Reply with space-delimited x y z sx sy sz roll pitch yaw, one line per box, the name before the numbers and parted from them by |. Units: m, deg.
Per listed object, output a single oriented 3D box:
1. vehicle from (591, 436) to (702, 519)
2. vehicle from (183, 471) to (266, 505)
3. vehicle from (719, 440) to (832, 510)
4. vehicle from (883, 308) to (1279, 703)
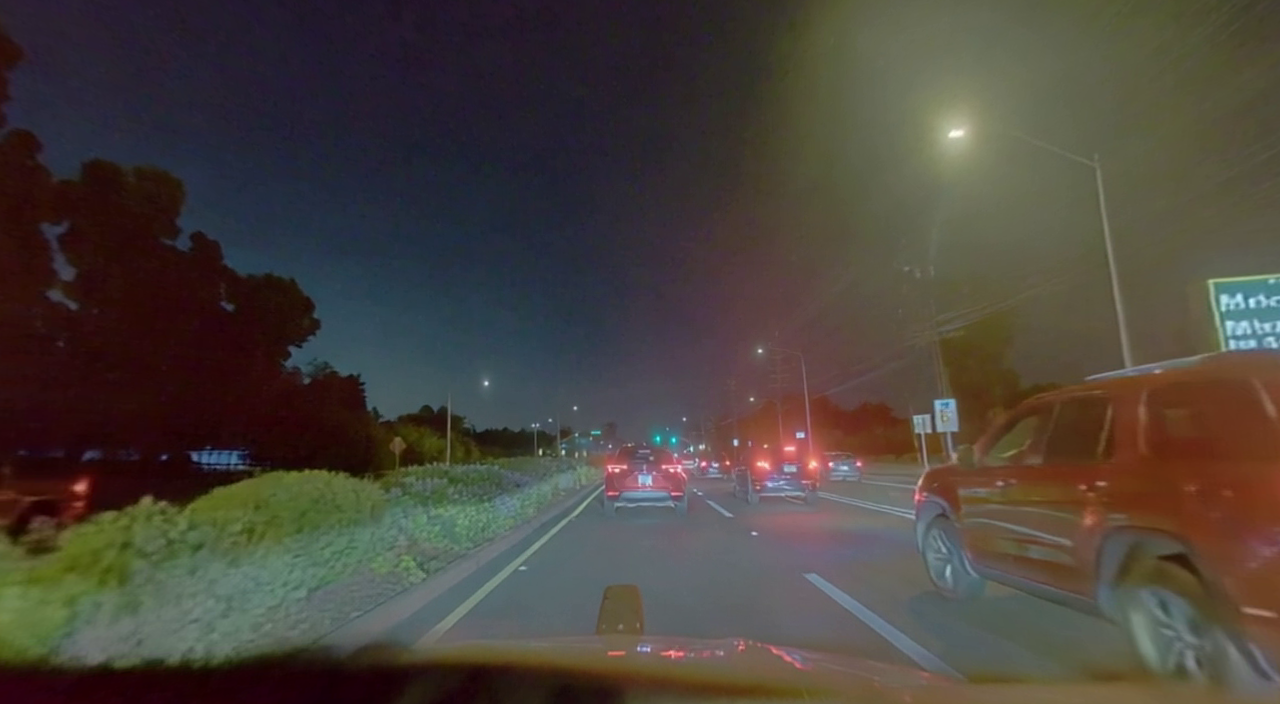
vehicle | 0.119 2.827 14.771 2.199 1.641 4.232 0 -9 0
vehicle | -22.622 7.404 34.585 1.847 1.554 3.926 0 -9 -1
vehicle | 3.371 3.143 16.634 2.064 1.591 4.081 0 -9 0
vehicle | 3.399 0.967 3.715 2.097 1.818 4.625 0 -9 0
